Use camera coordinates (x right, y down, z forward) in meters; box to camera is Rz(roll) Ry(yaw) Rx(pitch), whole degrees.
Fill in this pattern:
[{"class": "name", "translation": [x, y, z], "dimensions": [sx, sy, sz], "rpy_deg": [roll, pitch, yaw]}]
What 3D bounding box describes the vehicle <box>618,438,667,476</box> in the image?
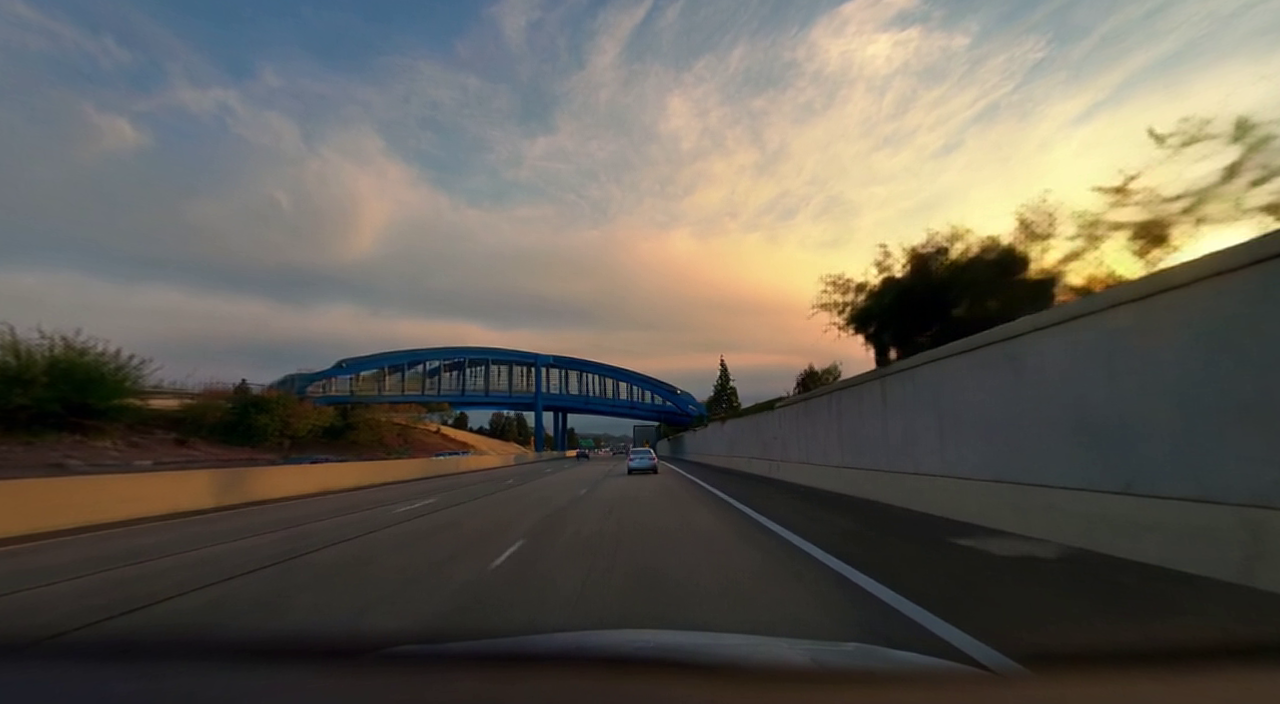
[{"class": "vehicle", "translation": [0.081, 5.230, 31.507], "dimensions": [2.299, 1.716, 4.579], "rpy_deg": [0, -9, -1]}]
